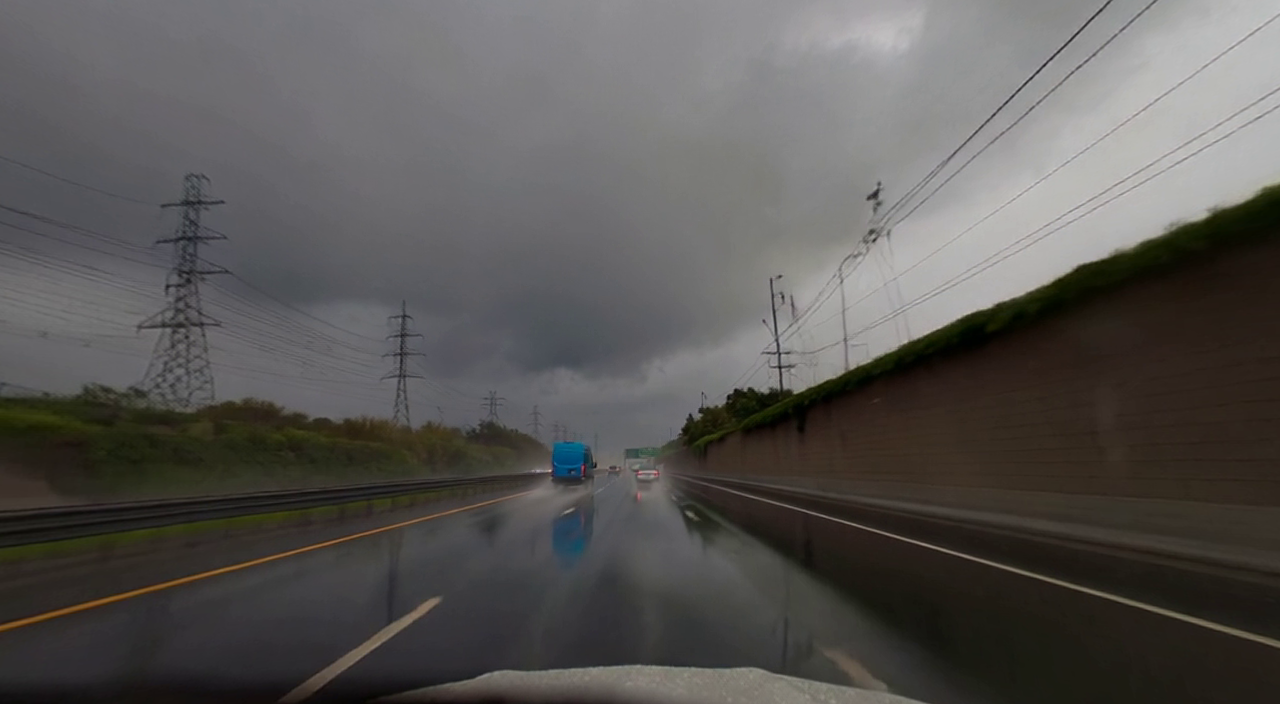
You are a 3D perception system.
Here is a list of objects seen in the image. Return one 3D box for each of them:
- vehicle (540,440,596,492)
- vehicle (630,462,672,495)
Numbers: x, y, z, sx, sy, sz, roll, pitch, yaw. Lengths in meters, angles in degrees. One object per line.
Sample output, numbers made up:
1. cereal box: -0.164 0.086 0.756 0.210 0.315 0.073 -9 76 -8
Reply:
1. vehicle: -3.903 6.423 35.519 2.394 2.609 6.875 1 -11 0
2. vehicle: 0.525 6.472 32.383 2.006 1.554 3.863 1 -10 0
